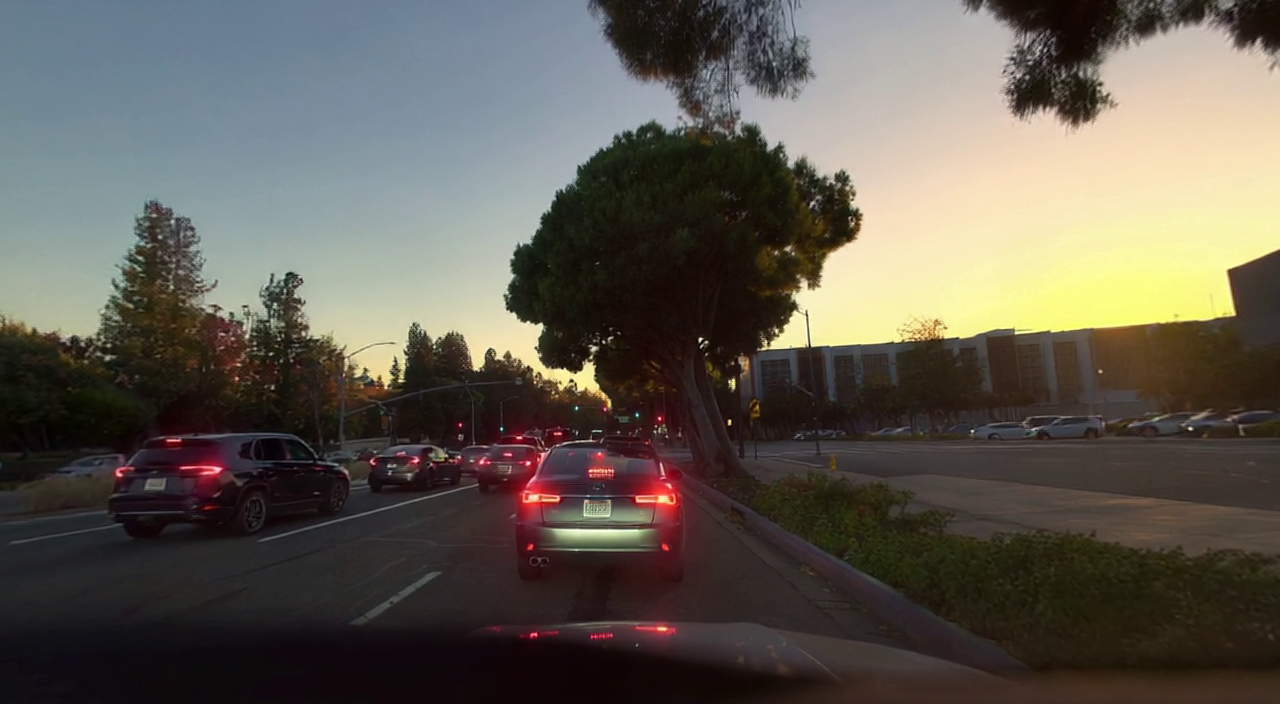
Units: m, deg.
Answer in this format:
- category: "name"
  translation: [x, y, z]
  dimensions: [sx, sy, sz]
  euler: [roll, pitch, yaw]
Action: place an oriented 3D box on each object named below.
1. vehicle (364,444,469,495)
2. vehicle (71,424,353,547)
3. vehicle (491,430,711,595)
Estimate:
- category: "vehicle"
  translation: [-7.341, 3.880, 21.263]
  dimensions: [1.851, 1.532, 4.279]
  euler: [0, -9, 2]
- category: "vehicle"
  translation: [-7.302, 2.286, 11.491]
  dimensions: [2.068, 1.784, 4.224]
  euler: [0, -9, 1]
- category: "vehicle"
  translation: [-0.374, 1.818, 8.011]
  dimensions: [2.066, 1.544, 3.954]
  euler: [0, -9, 0]
